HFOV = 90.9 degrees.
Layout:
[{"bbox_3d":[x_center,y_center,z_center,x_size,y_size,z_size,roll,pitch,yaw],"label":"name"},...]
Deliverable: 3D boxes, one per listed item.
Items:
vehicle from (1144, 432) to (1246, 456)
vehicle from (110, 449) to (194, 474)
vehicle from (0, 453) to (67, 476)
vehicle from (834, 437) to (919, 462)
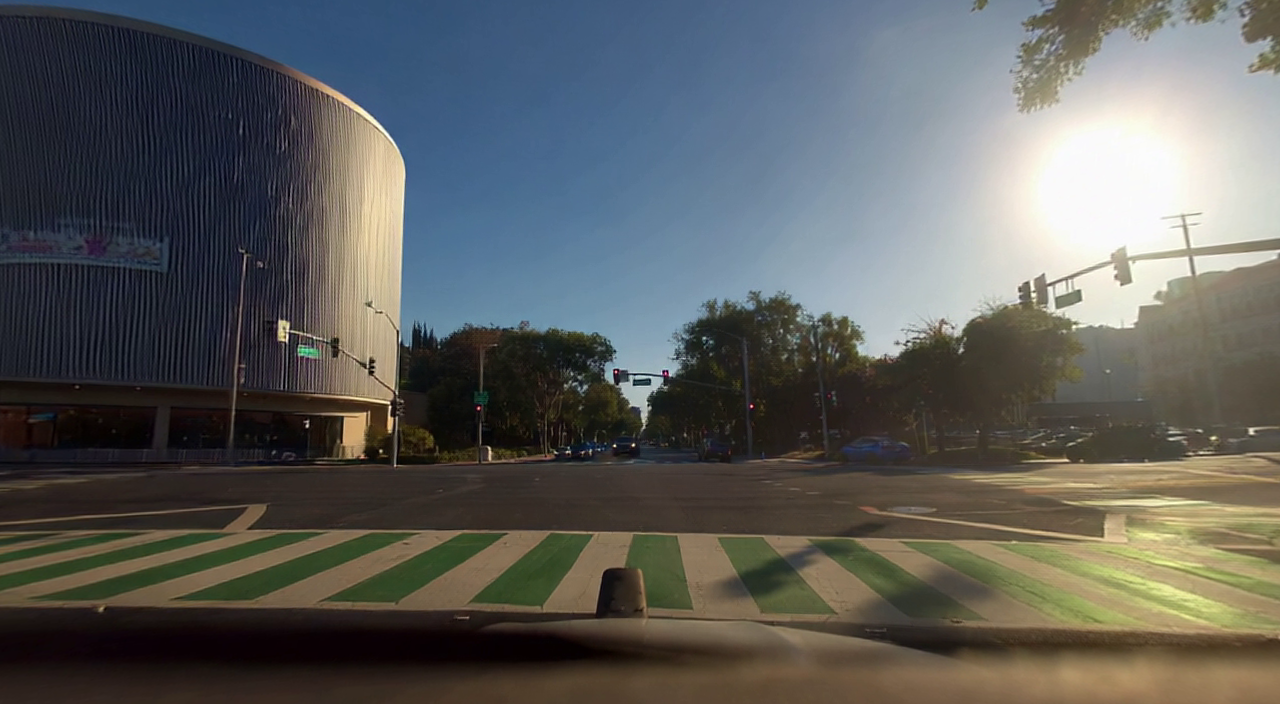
[{"bbox_3d":[36.188,6.020,41.183,4.767,1.456,1.858,-1,-8,3],"label":"vehicle"},{"bbox_3d":[-33.050,7.406,42.760,4.136,1.661,1.857,0,-8,1],"label":"vehicle"},{"bbox_3d":[-41.639,7.639,42.776,3.698,1.467,1.779,0,-8,1],"label":"vehicle"},{"bbox_3d":[14.550,6.037,39.049,4.529,1.457,1.981,-1,-9,7],"label":"vehicle"}]
